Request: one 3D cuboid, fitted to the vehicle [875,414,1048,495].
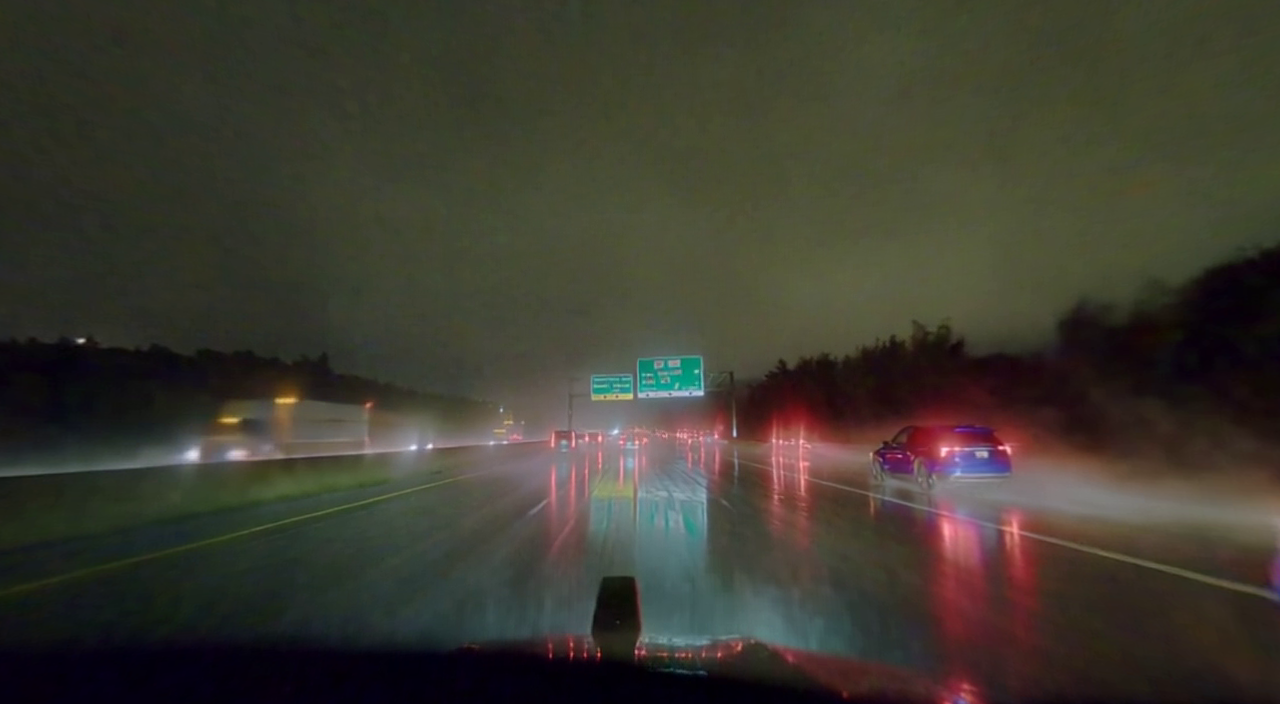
[{"bbox_3d":[7.363,2.372,14.925,1.956,1.634,3.935,0,-8,-1],"label":"vehicle"}]

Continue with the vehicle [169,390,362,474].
[{"bbox_3d":[-21.522,4.840,37.946,3.227,4.116,13.948,0,-8,-1],"label":"vehicle"}]

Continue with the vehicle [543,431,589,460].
[{"bbox_3d":[-3.948,5.030,34.125,2.032,1.465,4.316,0,-8,-1],"label":"vehicle"}]
